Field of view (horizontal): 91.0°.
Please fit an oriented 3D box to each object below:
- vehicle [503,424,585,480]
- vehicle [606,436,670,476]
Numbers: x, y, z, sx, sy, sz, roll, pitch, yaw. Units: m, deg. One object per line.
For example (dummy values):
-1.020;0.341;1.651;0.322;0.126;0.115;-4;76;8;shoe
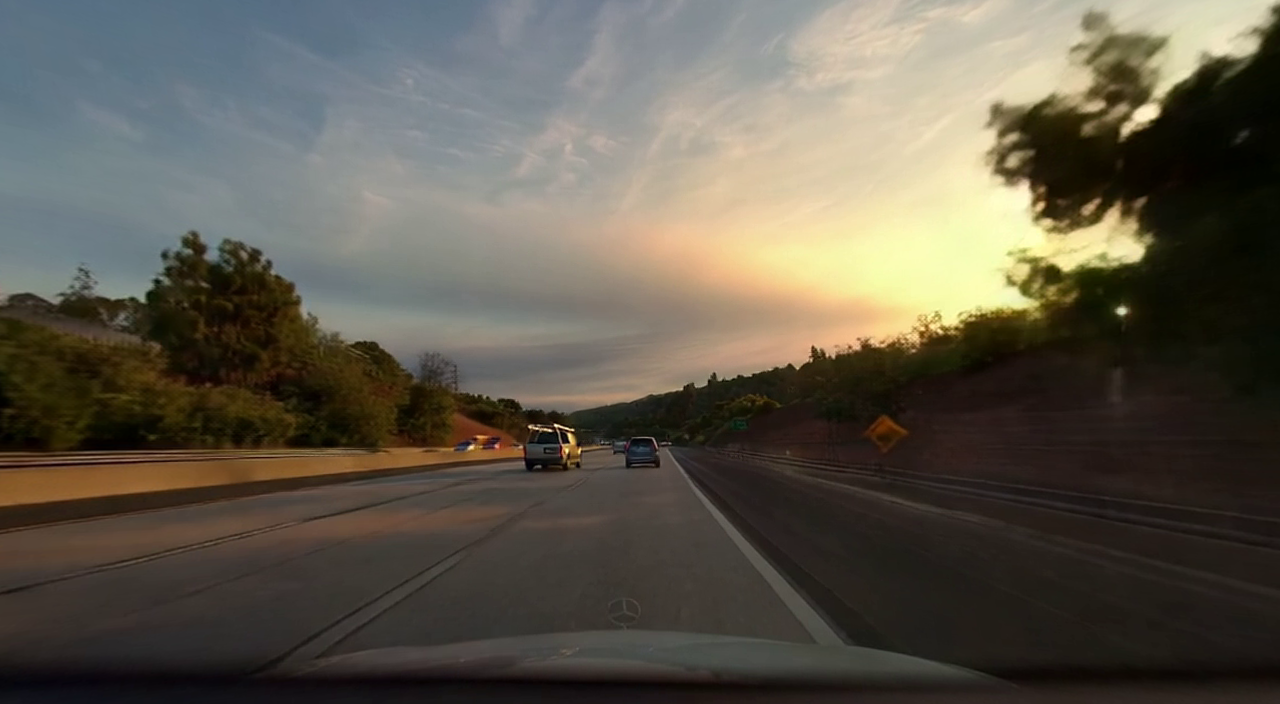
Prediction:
-3.598;3.880;24.606;2.250;1.947;4.860;0;-8;2;vehicle
-0.001;4.775;29.307;2.715;1.669;5.163;0;-8;2;vehicle
